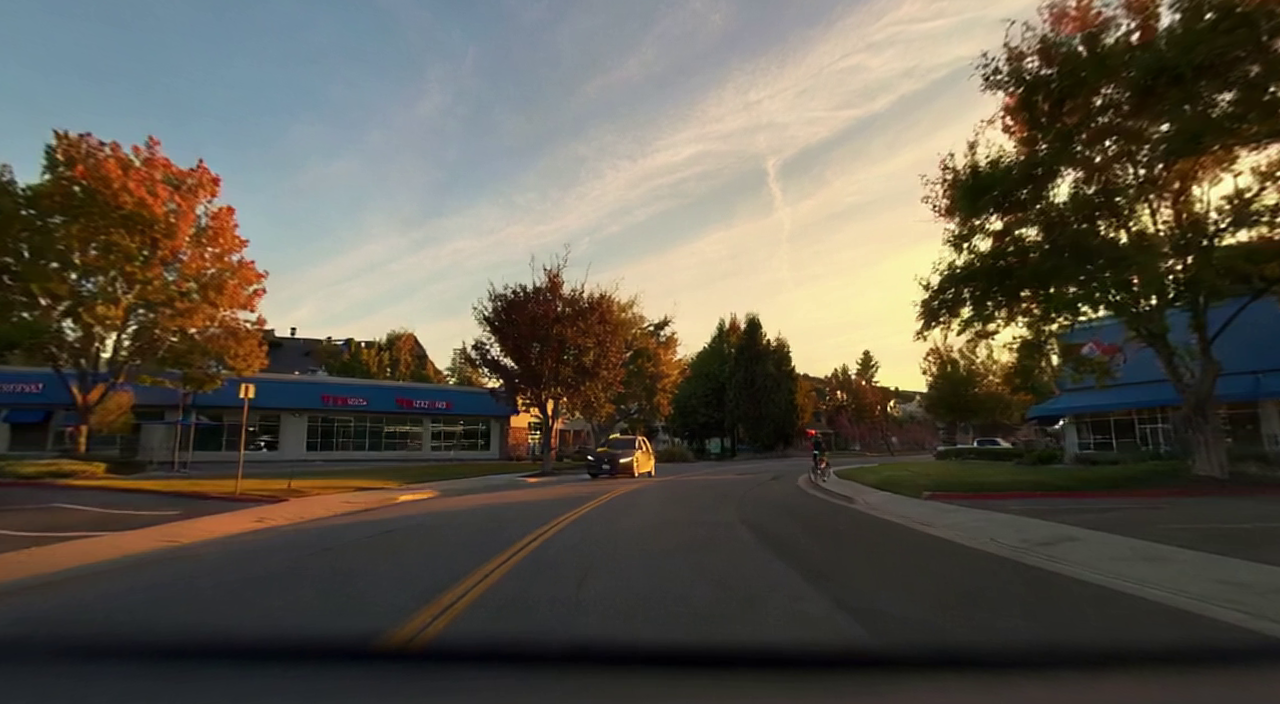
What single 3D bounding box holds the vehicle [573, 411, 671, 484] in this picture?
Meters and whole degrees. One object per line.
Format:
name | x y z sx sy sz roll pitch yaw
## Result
vehicle | -0.591 4.347 28.849 2.489 2.884 6.940 -3 -9 16
